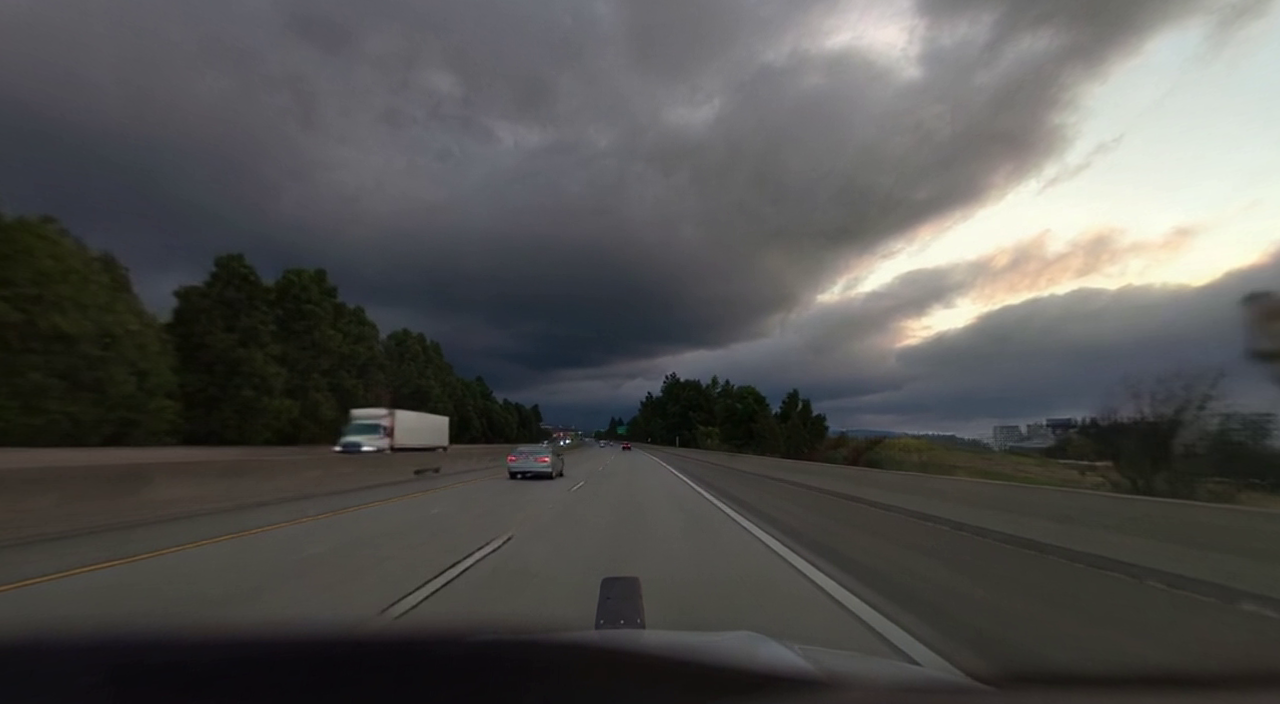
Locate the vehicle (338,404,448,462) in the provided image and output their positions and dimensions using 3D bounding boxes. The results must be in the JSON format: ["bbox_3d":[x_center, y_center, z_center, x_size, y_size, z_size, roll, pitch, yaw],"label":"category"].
[{"bbox_3d":[-17.690,6.191,46.781,2.973,3.650,13.844,0,-9,-2],"label":"vehicle"}]

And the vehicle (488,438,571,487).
[{"bbox_3d":[-3.863,3.967,22.937,2.083,1.560,4.713,0,-9,1],"label":"vehicle"}]
